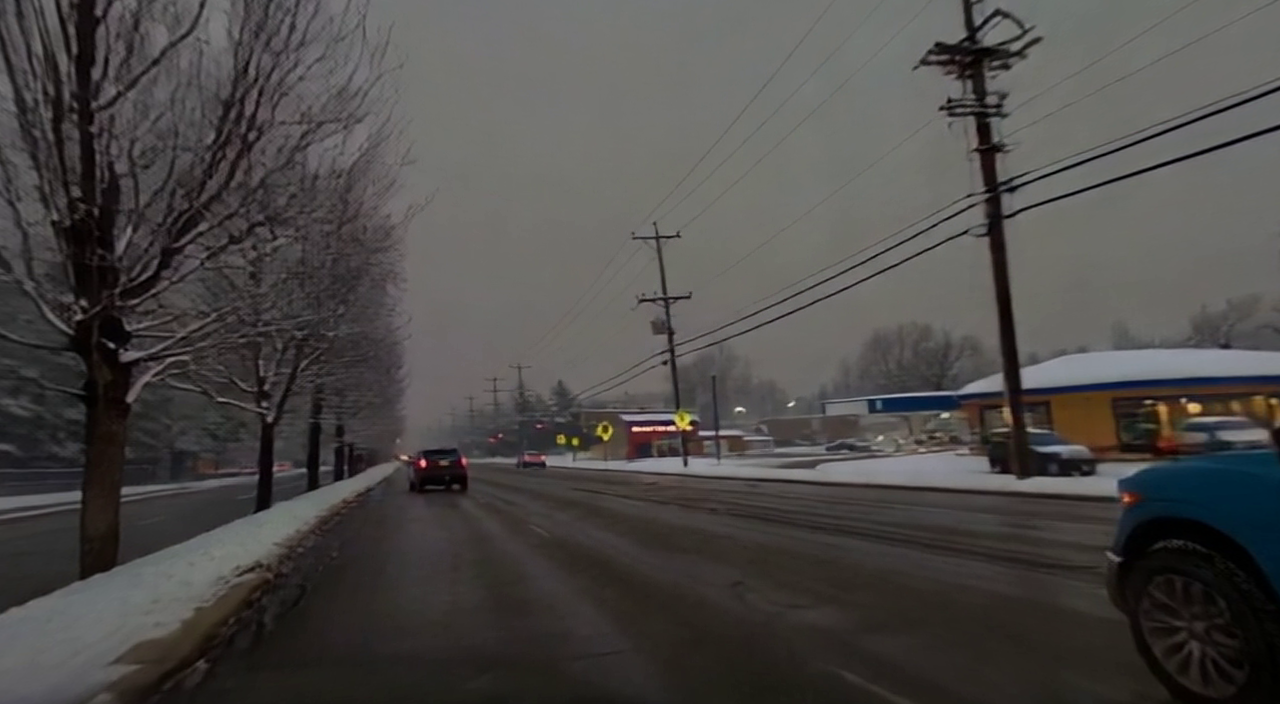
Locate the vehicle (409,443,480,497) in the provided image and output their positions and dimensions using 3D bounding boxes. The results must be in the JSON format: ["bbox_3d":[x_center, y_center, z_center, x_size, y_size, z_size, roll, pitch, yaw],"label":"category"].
[{"bbox_3d":[-7.664,4.452,24.381,2.141,1.842,4.889,3,-9,-22],"label":"vehicle"}]

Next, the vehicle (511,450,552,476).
[{"bbox_3d":[-6.917,6.979,39.964,1.760,1.481,4.161,3,-9,-21],"label":"vehicle"}]

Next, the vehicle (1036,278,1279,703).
[{"bbox_3d":[3.525,0.442,1.128,2.036,1.818,5.192,0,-8,-3],"label":"vehicle"}]
